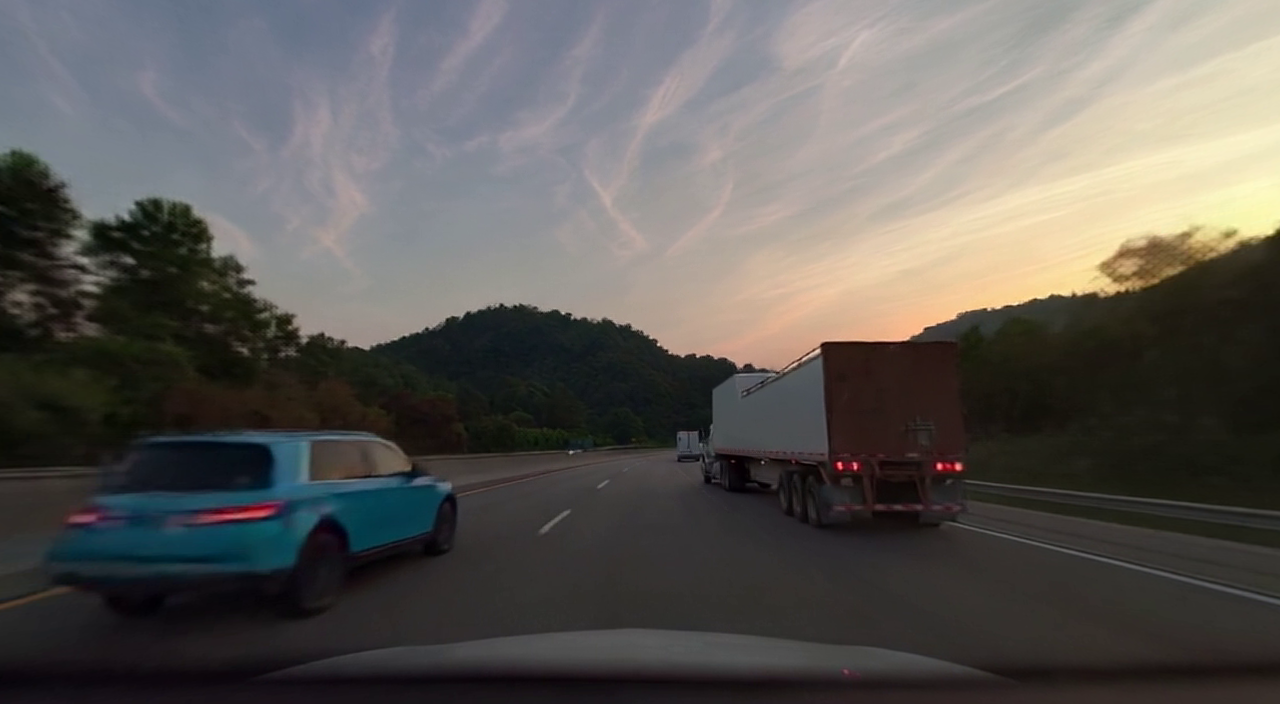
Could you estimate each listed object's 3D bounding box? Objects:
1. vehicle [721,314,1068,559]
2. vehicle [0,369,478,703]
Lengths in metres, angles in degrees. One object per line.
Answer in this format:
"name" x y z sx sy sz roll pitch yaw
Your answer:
"vehicle" 4.417 2.247 15.854 2.868 3.427 14.032 0 -9 0
"vehicle" -3.140 1.270 5.387 2.297 1.683 4.385 0 -9 1
